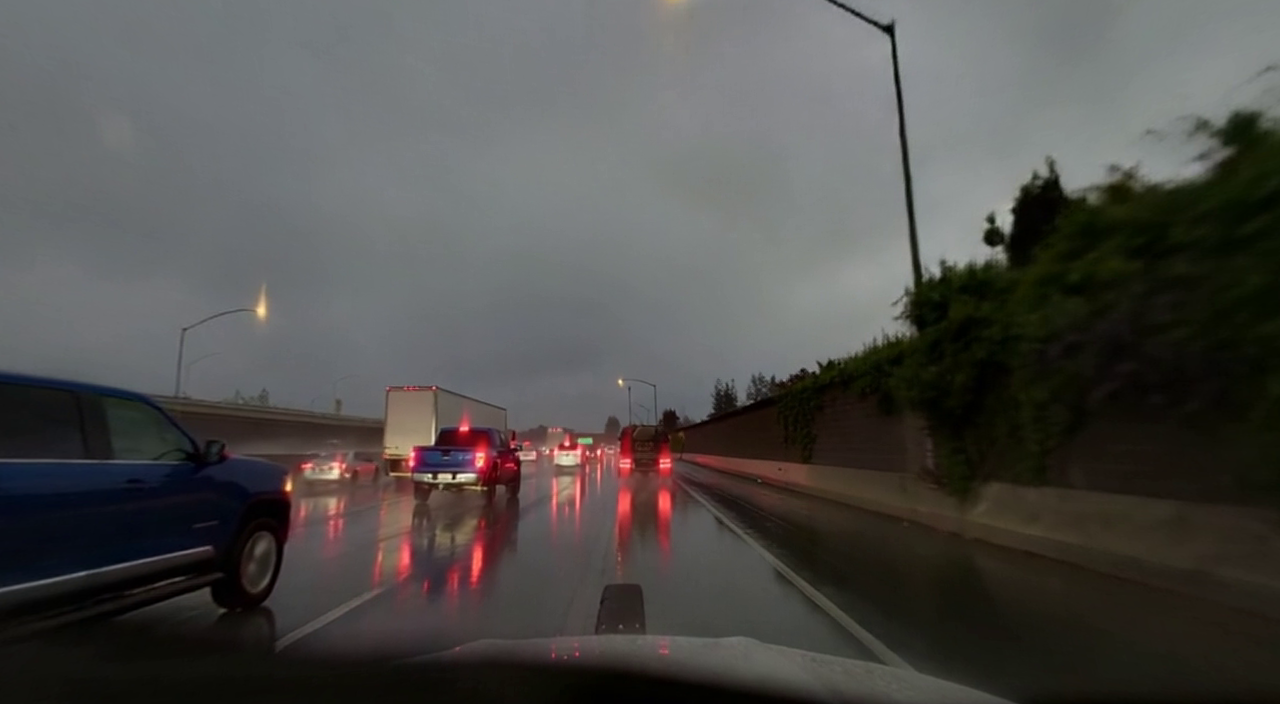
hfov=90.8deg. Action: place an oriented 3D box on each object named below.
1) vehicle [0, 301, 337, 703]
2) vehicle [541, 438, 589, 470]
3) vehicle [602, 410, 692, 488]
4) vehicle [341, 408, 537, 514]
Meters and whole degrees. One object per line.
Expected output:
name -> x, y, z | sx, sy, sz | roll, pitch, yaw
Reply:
vehicle -> -3.552, 0.734, 2.315 | 2.303, 1.835, 5.044 | 0, -9, 1
vehicle -> -4.612, 6.378, 39.525 | 2.329, 1.859, 4.823 | 0, -9, 1
vehicle -> 0.111, 3.716, 24.271 | 2.886, 2.471, 7.692 | 0, -9, -2
vehicle -> -4.207, 2.459, 14.672 | 2.575, 1.958, 5.730 | 0, -9, 1
